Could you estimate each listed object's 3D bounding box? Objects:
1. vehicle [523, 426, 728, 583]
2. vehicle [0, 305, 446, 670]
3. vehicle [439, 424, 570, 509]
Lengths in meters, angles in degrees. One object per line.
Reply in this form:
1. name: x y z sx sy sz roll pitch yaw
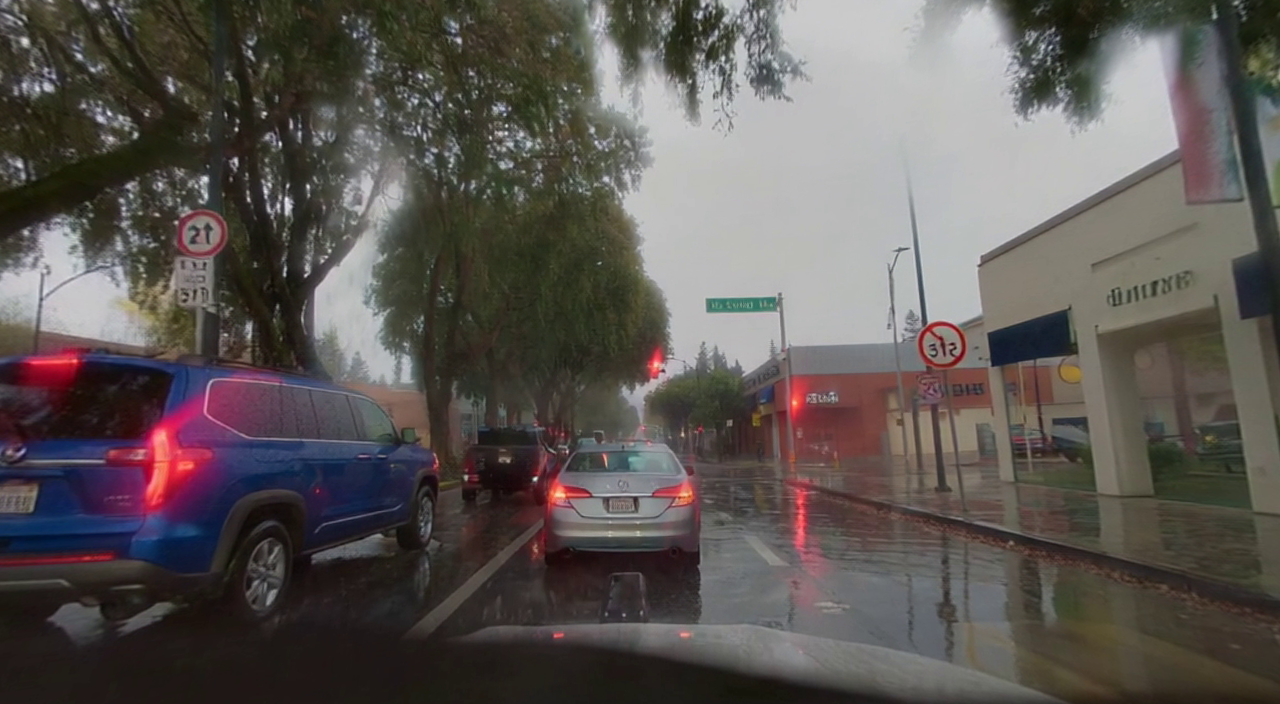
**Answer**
1. vehicle: -0.169 1.781 8.184 1.966 1.481 4.146 0 -8 -1
2. vehicle: -3.819 1.135 6.227 2.152 2.118 5.066 0 -8 0
3. vehicle: -2.928 2.593 14.605 2.047 1.664 4.148 0 -8 1
